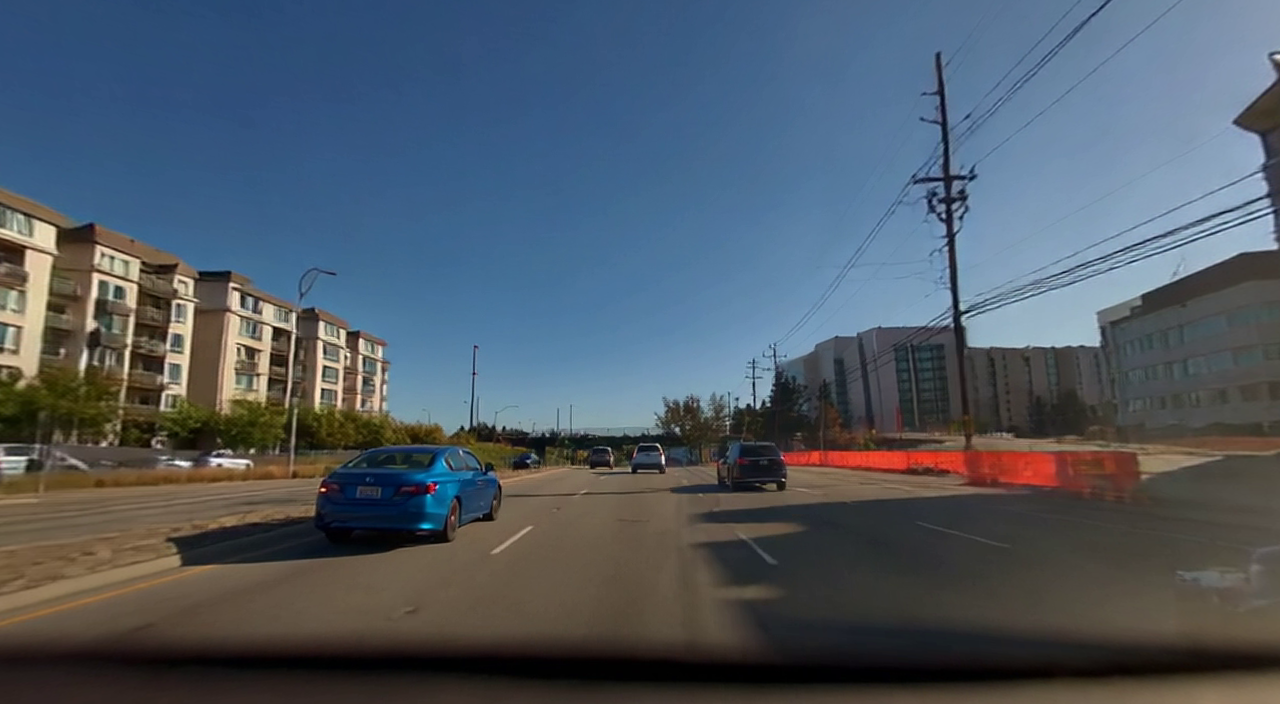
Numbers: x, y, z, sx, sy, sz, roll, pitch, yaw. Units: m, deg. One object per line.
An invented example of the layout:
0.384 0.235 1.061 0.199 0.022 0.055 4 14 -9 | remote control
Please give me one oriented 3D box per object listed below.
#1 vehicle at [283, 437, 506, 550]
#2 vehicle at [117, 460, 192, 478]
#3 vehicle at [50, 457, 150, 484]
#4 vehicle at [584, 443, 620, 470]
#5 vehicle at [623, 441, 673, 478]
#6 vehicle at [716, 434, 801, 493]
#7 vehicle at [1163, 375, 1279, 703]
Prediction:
-3.682 2.177 10.476 1.968 1.473 4.209 0 -8 0 | vehicle
-36.536 8.786 47.602 4.090 1.271 1.813 0 -8 -2 | vehicle
-35.892 7.873 42.099 4.614 1.668 2.011 1 -9 -7 | vehicle
-2.696 7.518 45.506 2.190 1.832 4.417 0 -8 1 | vehicle
0.388 5.267 31.269 2.291 1.714 4.217 0 -8 1 | vehicle
3.871 3.721 21.441 2.029 1.797 4.218 0 -8 -1 | vehicle
3.439 0.662 0.870 1.975 1.598 4.025 0 -9 1 | vehicle
